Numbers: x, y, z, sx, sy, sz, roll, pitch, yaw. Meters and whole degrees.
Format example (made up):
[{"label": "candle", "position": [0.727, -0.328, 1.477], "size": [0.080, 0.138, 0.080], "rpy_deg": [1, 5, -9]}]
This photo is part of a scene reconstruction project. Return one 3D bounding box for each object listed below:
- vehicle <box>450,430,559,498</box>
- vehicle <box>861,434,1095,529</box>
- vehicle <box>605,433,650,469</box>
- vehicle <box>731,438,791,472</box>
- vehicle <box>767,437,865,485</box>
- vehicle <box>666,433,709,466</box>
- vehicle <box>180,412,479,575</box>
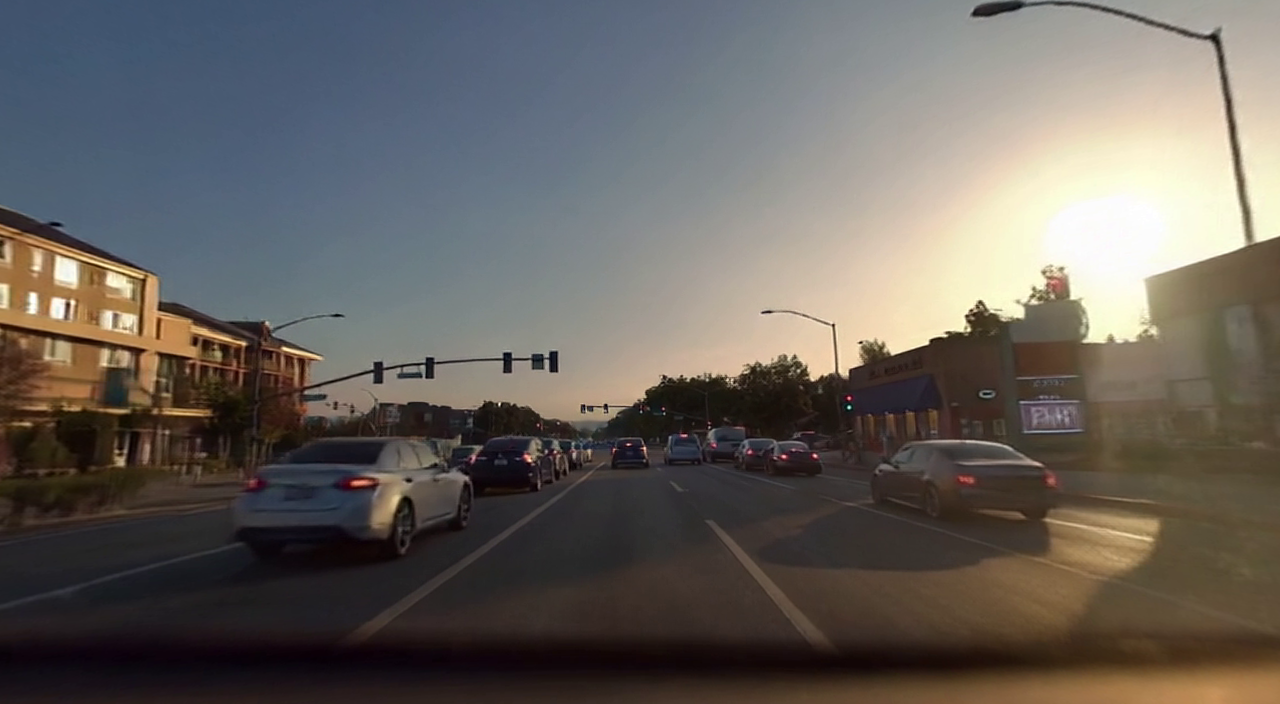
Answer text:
[{"label": "vehicle", "position": [-3.561, 3.031, 17.492], "size": [2.063, 1.625, 4.290], "rpy_deg": [0, -8, 0]}, {"label": "vehicle", "position": [6.070, 2.358, 12.154], "size": [2.017, 1.453, 4.497], "rpy_deg": [0, -8, 0]}, {"label": "vehicle", "position": [-0.646, 5.262, 33.659], "size": [2.261, 1.741, 4.255], "rpy_deg": [0, -8, -1]}, {"label": "vehicle", "position": [5.832, 5.009, 30.995], "size": [1.884, 1.522, 4.557], "rpy_deg": [0, -8, -2]}, {"label": "vehicle", "position": [5.972, 3.744, 22.054], "size": [1.969, 1.502, 4.663], "rpy_deg": [0, -8, -1]}, {"label": "vehicle", "position": [2.679, 5.622, 36.617], "size": [2.018, 1.779, 4.338], "rpy_deg": [0, -8, -2]}, {"label": "vehicle", "position": [-3.651, 1.725, 8.423], "size": [1.934, 1.624, 3.964], "rpy_deg": [0, -8, 0]}]
